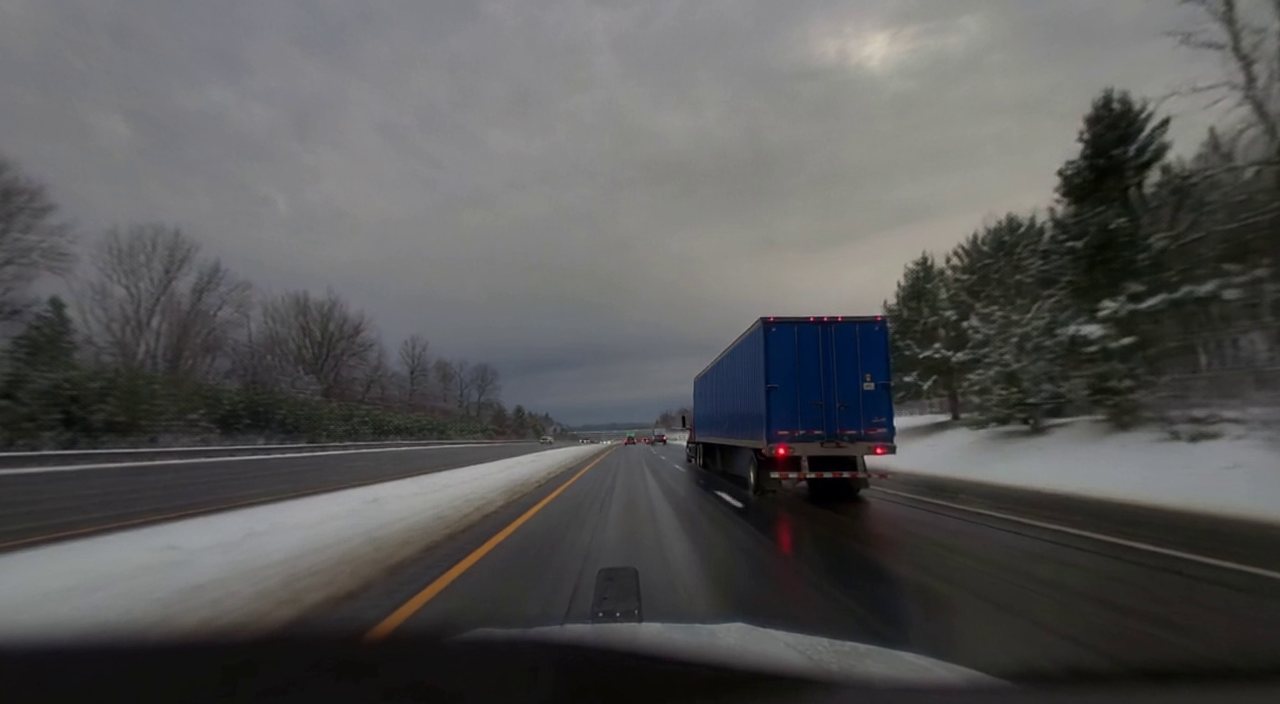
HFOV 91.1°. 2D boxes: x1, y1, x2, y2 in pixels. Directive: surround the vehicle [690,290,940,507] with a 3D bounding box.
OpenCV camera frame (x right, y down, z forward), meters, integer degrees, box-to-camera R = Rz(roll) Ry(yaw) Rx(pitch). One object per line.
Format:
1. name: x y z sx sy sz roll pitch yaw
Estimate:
1. vehicle: 4.067 2.025 20.863 3.203 4.273 17.131 0 -8 -1
